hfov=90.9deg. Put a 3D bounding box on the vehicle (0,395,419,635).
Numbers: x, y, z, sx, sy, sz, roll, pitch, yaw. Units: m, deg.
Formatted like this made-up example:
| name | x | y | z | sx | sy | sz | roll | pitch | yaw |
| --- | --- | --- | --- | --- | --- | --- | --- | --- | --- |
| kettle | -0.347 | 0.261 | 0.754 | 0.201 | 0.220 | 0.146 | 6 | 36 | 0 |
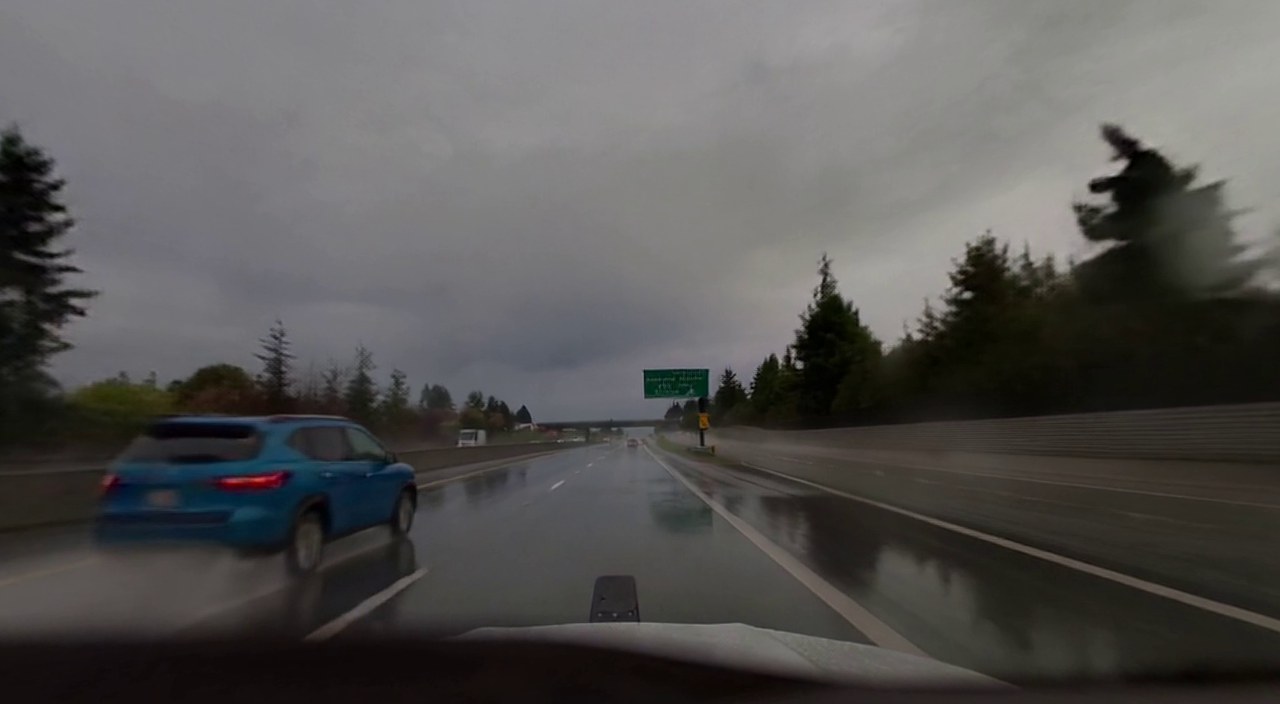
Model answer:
| name | x | y | z | sx | sy | sz | roll | pitch | yaw |
| --- | --- | --- | --- | --- | --- | --- | --- | --- | --- |
| vehicle | -4.105 | 1.415 | 6.548 | 2.129 | 1.641 | 4.263 | 0 | -8 | -1 |
